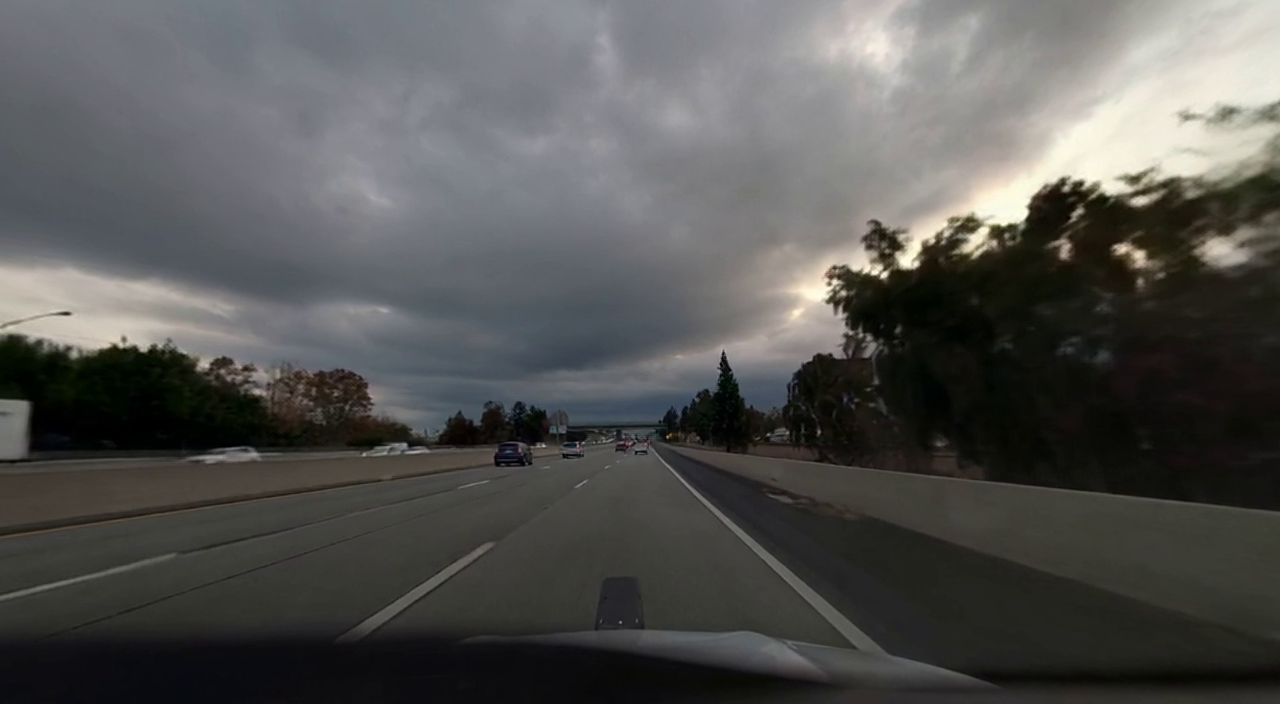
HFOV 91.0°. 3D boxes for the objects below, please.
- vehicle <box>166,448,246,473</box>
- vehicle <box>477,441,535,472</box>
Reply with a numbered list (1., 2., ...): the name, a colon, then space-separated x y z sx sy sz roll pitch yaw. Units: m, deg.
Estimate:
1. vehicle: -28.707 7.147 41.855 1.925 1.562 4.733 0 -9 1
2. vehicle: -7.155 5.624 34.096 2.008 1.520 4.731 0 -9 1
